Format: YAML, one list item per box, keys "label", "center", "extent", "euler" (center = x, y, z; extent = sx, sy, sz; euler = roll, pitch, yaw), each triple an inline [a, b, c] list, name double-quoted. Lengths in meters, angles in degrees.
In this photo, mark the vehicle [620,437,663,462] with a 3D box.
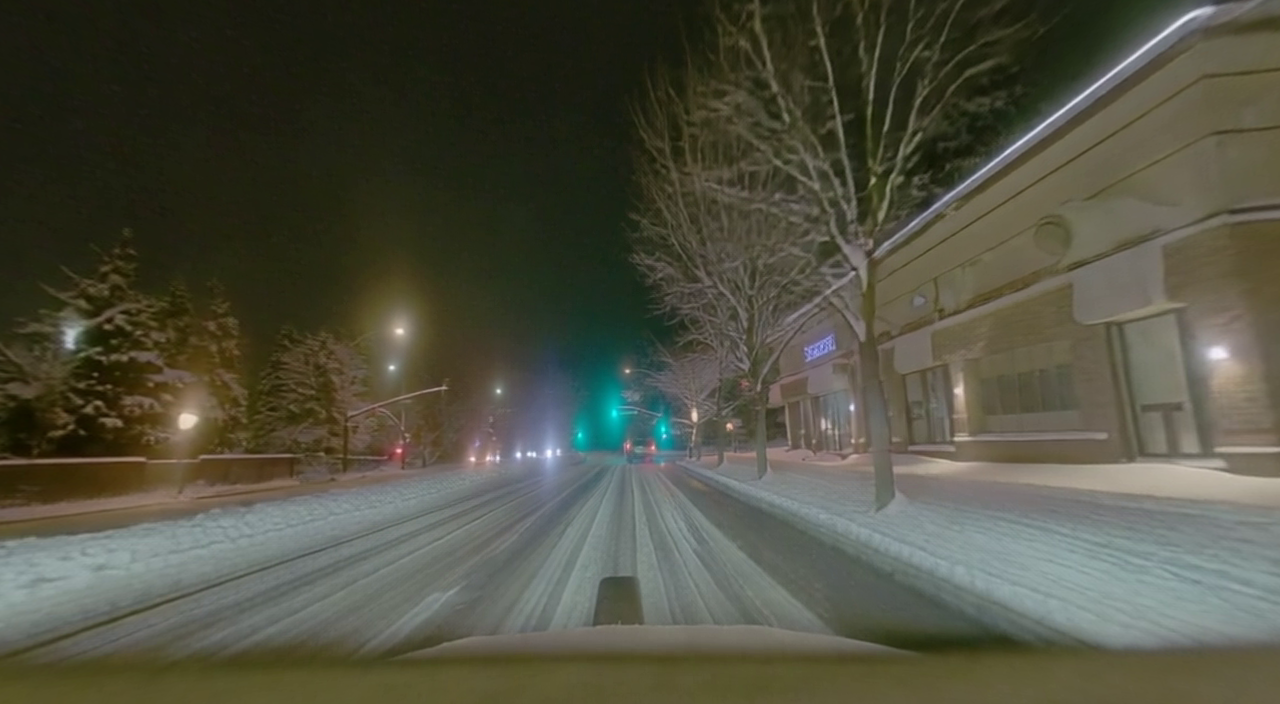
- label: "vehicle"
  center: [0.152, 6.747, 43.719]
  extent: [2.191, 1.607, 4.361]
  euler: [-1, -9, 11]
